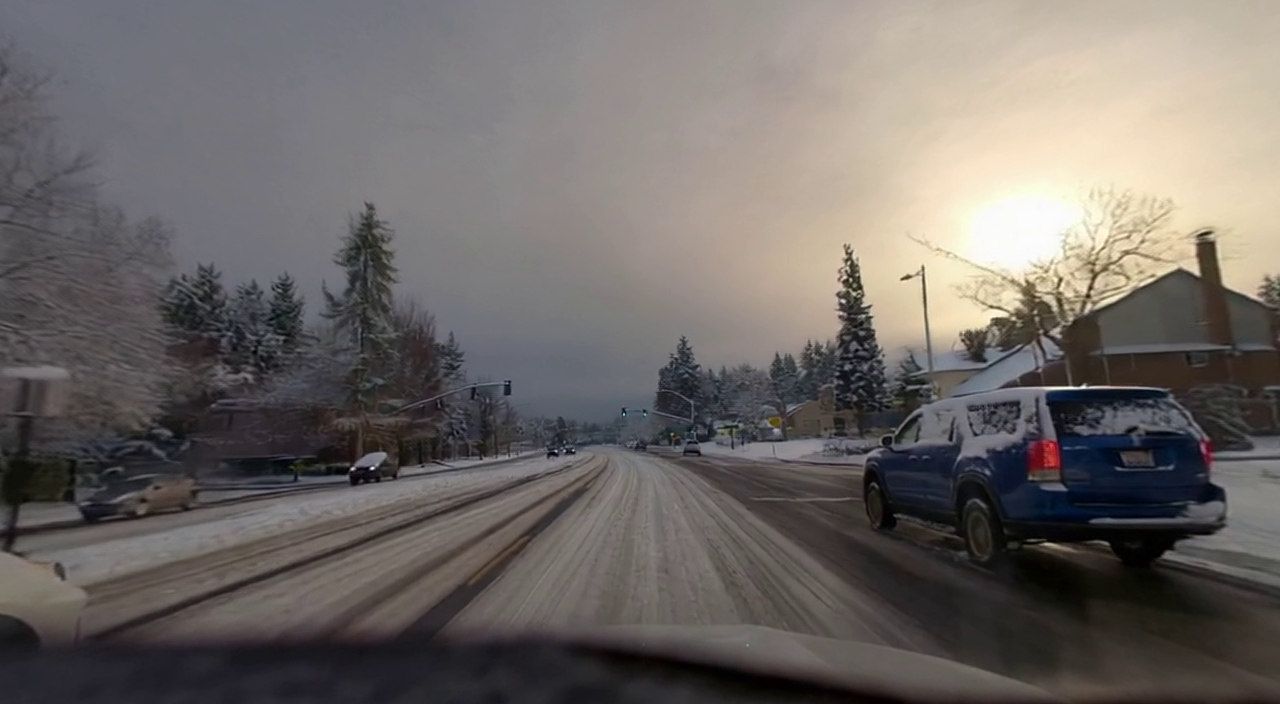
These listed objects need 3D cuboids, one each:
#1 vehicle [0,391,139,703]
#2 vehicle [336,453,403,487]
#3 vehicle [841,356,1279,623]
[{"bbox_3d":[-3.724,0.763,1.033,2.058,1.659,4.514,0,-9,0],"label":"vehicle"},{"bbox_3d":[-15.083,6.579,35.430,2.077,1.704,4.602,1,-9,-6],"label":"vehicle"},{"bbox_3d":[4.476,1.475,7.761,2.338,2.063,5.592,-1,-9,2],"label":"vehicle"}]
